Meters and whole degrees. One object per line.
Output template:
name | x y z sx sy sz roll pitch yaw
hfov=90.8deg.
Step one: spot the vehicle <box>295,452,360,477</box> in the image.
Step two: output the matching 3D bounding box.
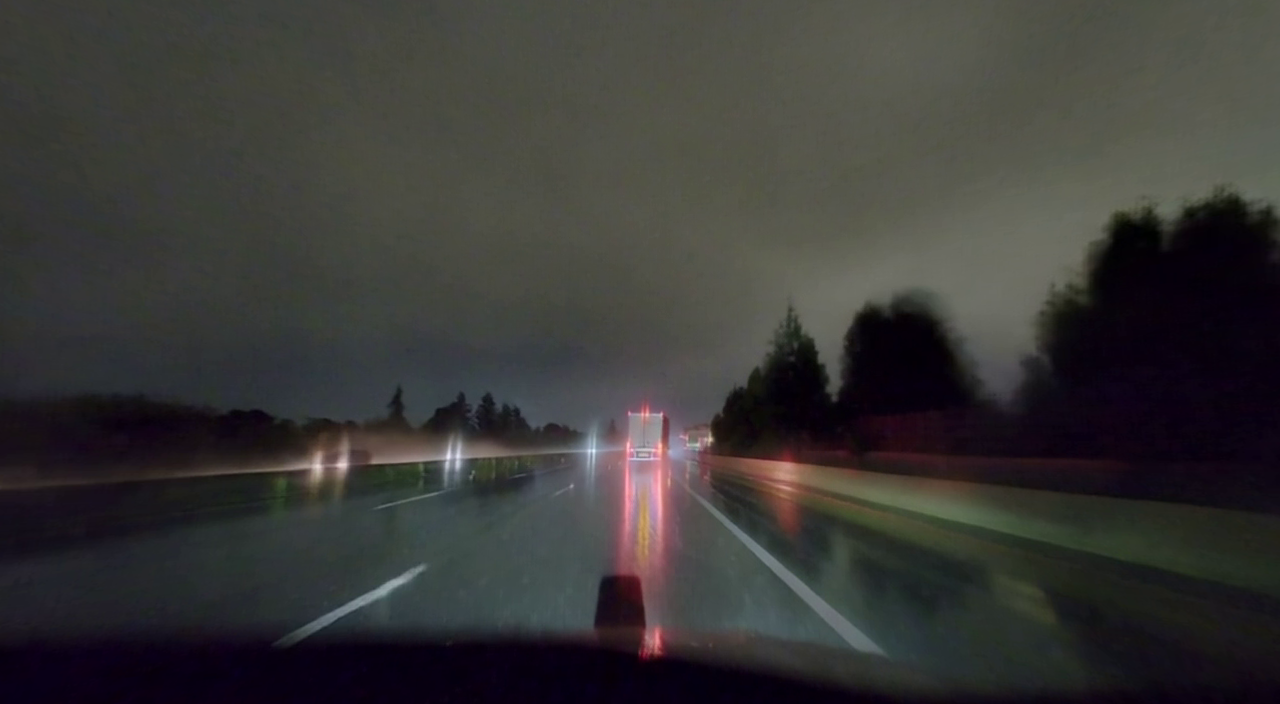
vehicle | -20.034 7.189 40.670 1.840 1.486 4.313 -1 -9 1
